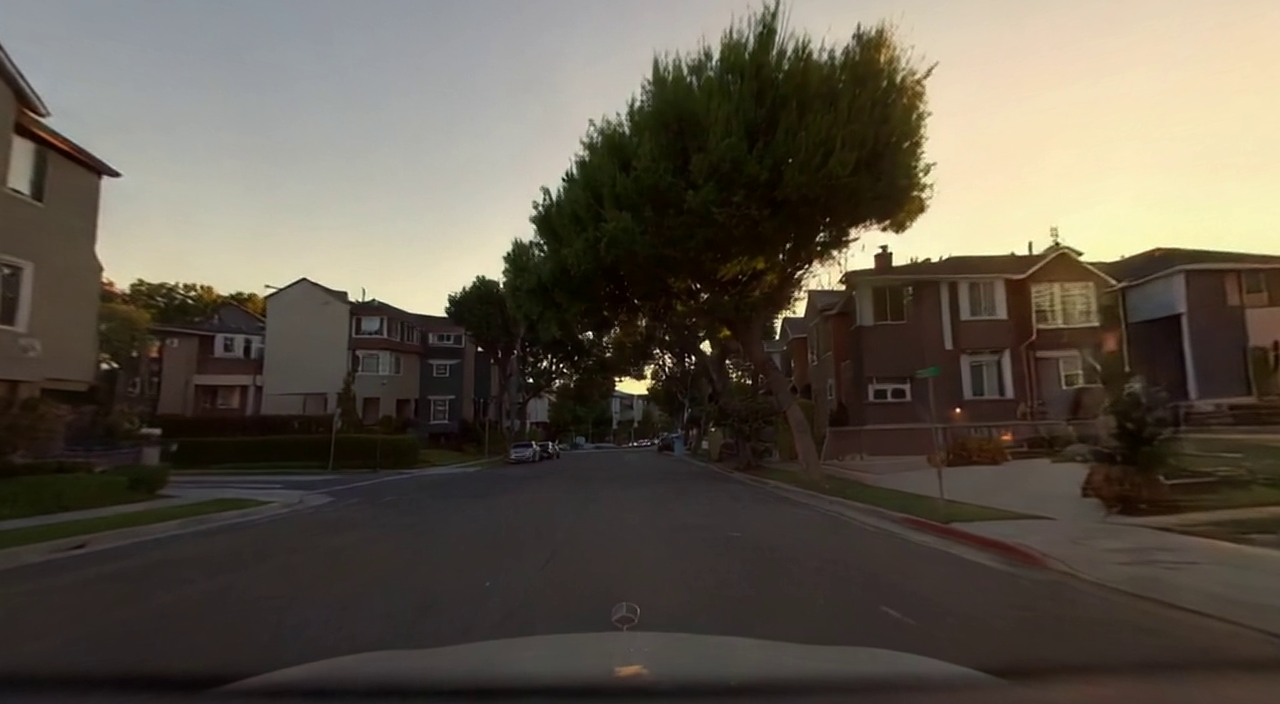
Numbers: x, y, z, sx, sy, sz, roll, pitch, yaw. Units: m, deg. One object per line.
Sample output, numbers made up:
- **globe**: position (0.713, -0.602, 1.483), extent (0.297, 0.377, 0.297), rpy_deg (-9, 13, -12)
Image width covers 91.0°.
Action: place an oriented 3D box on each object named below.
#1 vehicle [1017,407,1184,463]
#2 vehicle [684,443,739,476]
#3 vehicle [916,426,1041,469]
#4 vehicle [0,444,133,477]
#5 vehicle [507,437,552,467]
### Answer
- **vehicle**: position (18.073, 3.376, 25.224), extent (2.315, 1.991, 5.686), rpy_deg (0, -9, -1)
- **vehicle**: position (3.334, 5.136, 30.334), extent (1.956, 1.468, 4.698), rpy_deg (0, -9, -2)
- **vehicle**: position (13.070, 3.756, 24.743), extent (2.068, 1.522, 4.810), rpy_deg (0, -9, -3)
- **vehicle**: position (-26.020, 4.888, 28.567), extent (4.330, 1.430, 1.833), rpy_deg (0, -9, -1)
- **vehicle**: position (-7.874, 7.200, 45.392), extent (2.230, 2.025, 4.977), rpy_deg (0, -9, 1)
